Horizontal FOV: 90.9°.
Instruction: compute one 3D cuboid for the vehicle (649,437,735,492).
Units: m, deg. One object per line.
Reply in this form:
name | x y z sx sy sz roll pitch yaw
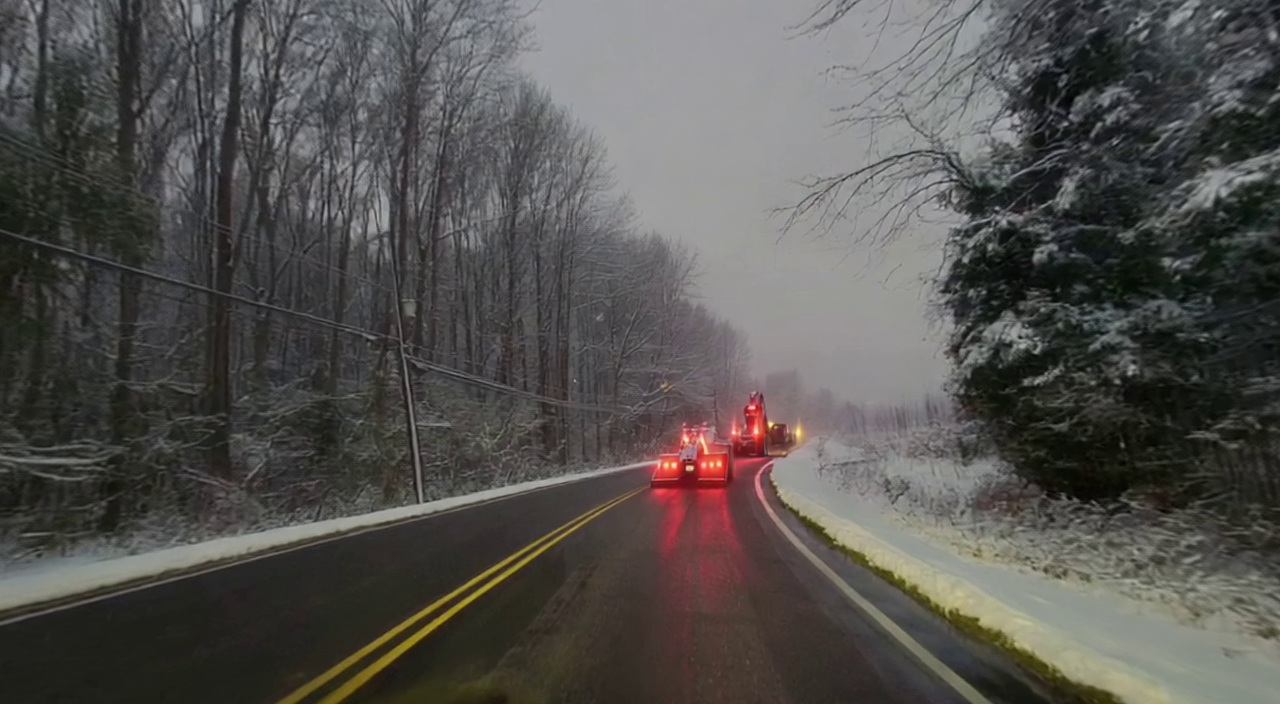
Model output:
vehicle | 1.734 3.390 19.385 2.196 1.465 4.294 -2 -9 10
